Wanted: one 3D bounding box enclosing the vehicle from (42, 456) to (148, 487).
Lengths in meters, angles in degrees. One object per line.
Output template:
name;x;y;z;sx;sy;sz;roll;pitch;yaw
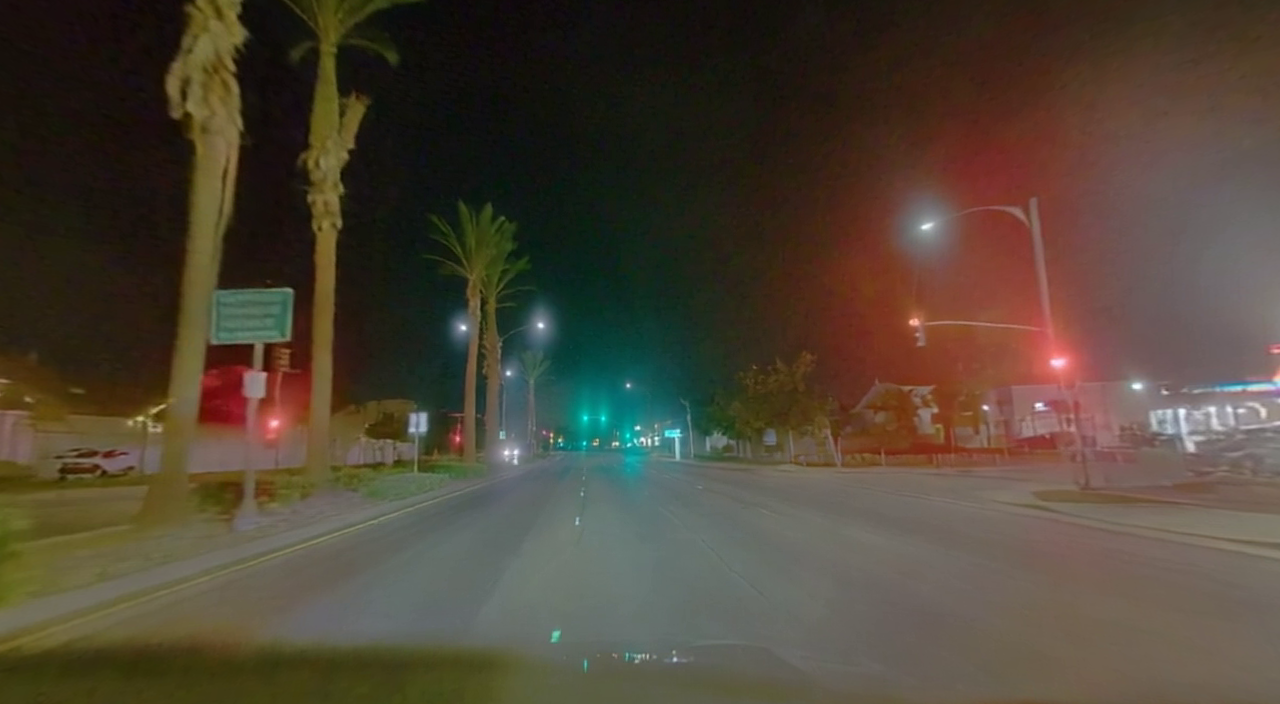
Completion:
vehicle;-30.188;6.617;35.193;1.945;1.444;4.428;-4;-9;1

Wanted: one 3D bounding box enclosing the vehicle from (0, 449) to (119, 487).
vehicle;-33.086;6.542;36.071;2.236;1.982;5.467;0;-9;-4
